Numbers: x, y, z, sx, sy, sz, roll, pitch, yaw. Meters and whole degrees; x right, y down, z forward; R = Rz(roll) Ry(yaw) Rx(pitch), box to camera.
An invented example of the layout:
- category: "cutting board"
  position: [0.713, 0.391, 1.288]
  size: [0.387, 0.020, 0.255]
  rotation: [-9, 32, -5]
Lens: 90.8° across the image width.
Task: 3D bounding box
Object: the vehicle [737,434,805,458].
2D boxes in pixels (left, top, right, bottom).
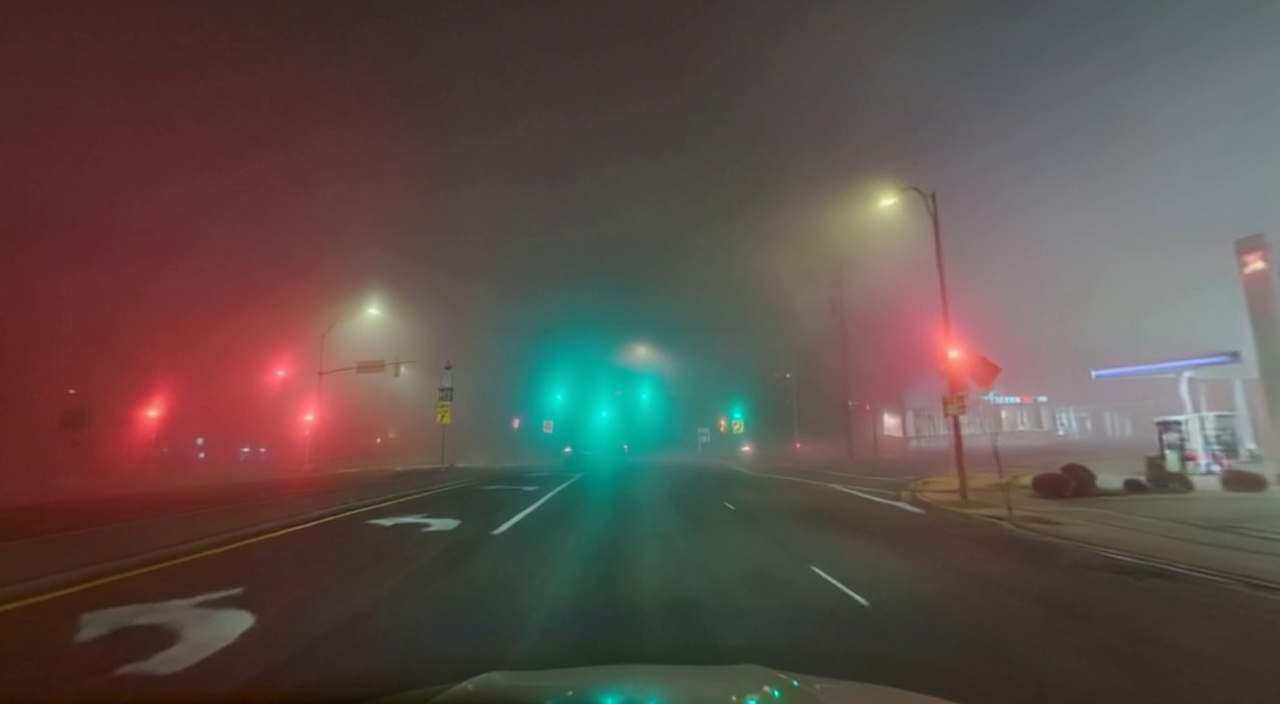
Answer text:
- category: "vehicle"
  position: [9.414, 6.799, 45.695]
  size: [4.478, 1.678, 1.870]
  rotation: [0, -8, 2]

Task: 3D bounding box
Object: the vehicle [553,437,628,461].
- category: "vehicle"
  position: [-3.364, 6.566, 42.876]
  size: [4.709, 1.501, 1.895]
  rotation: [4, -9, -25]
